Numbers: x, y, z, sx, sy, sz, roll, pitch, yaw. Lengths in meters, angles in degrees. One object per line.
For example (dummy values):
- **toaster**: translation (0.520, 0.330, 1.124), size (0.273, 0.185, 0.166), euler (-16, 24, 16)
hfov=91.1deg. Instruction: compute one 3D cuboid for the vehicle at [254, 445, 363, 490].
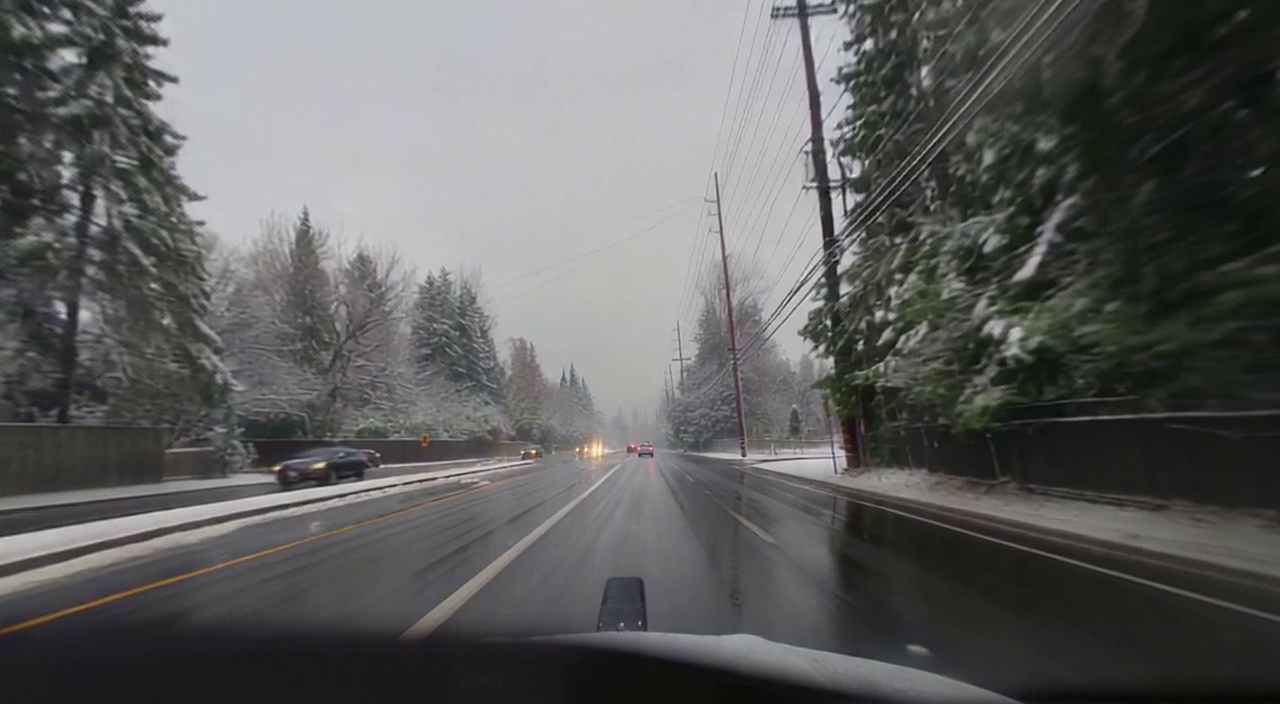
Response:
- **vehicle**: translation (-13.153, 4.572, 25.259), size (1.904, 1.622, 4.348), euler (0, -8, 1)
